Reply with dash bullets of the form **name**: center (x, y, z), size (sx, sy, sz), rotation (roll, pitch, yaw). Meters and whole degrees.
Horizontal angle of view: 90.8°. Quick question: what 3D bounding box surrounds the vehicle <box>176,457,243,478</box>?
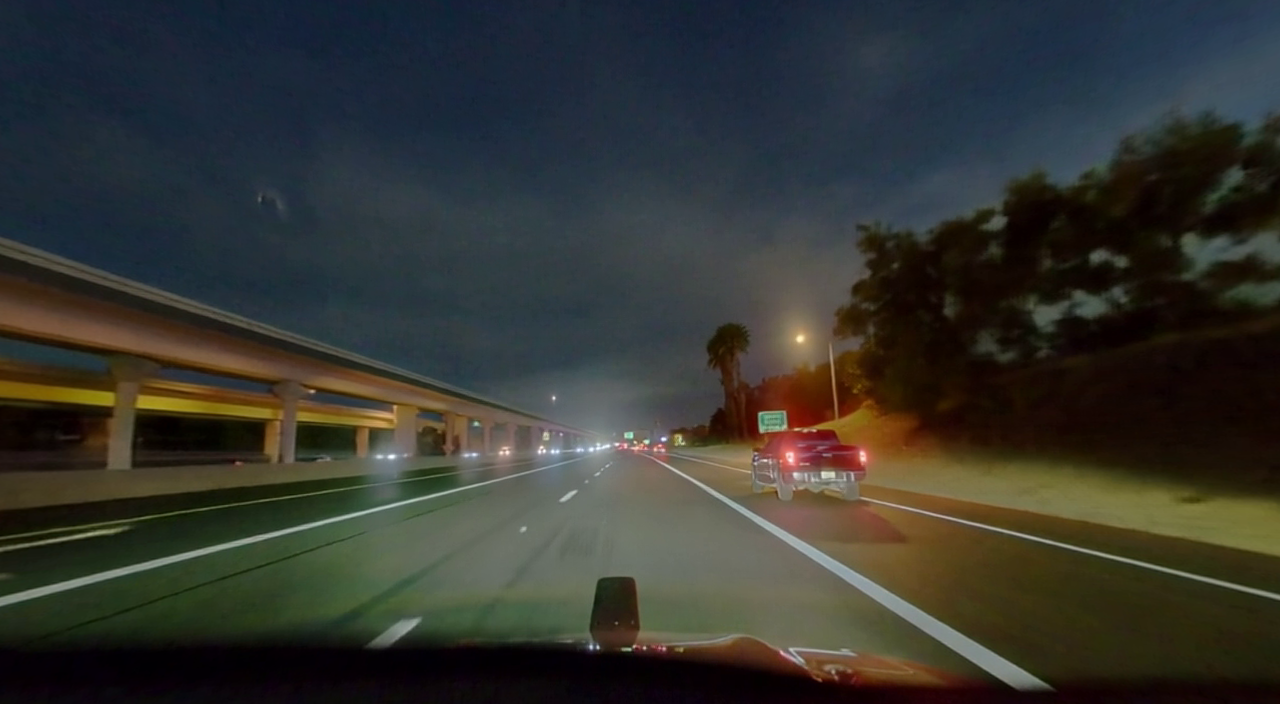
- **vehicle**: center (-33.008, 8.845, 48.574), size (1.823, 1.485, 4.805), rotation (0, -8, -1)
